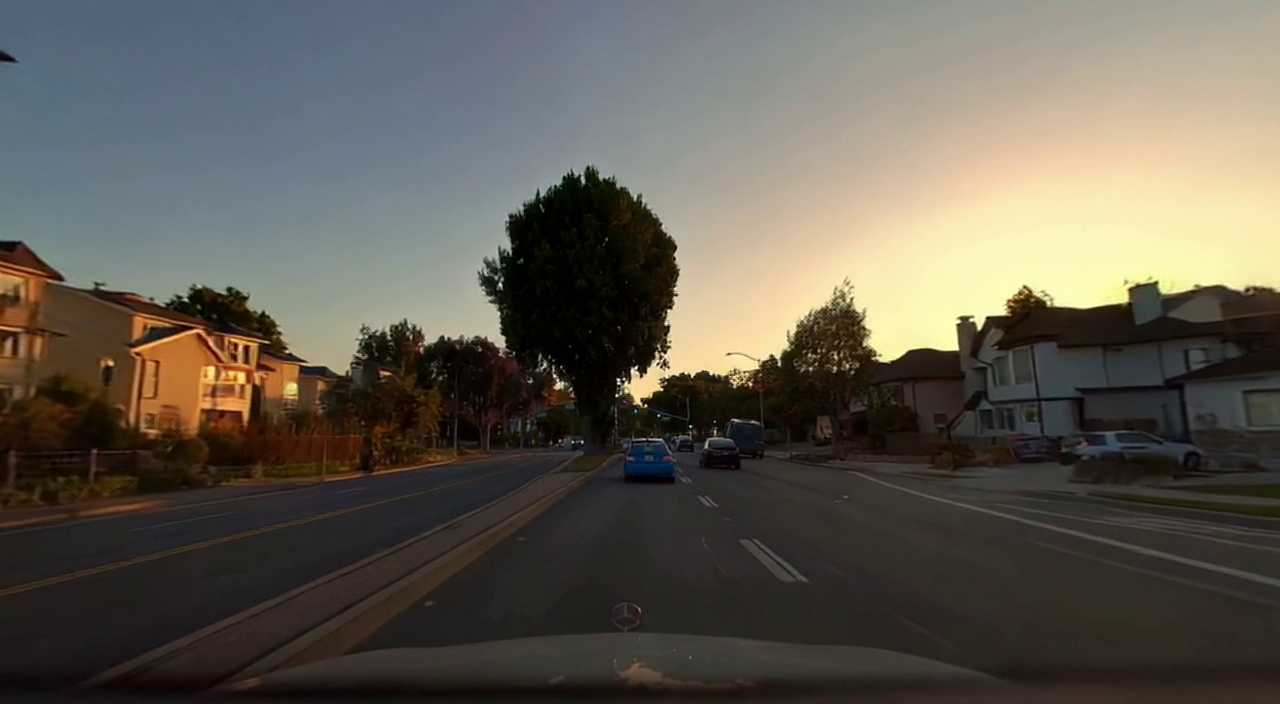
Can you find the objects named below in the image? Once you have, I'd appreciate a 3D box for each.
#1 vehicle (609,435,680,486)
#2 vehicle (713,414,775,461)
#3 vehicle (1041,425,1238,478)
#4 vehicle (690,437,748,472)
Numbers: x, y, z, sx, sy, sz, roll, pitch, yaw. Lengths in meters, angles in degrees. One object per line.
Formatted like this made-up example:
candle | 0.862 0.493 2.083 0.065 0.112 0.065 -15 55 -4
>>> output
vehicle | 0.129 3.507 20.684 2.093 1.497 4.010 0 -9 0
vehicle | 7.871 6.781 49.547 2.940 3.202 12.480 0 -9 1
vehicle | 15.228 3.057 19.450 4.456 1.520 1.911 0 -9 -2
vehicle | 3.581 4.758 29.480 2.161 1.519 4.568 0 -9 0
